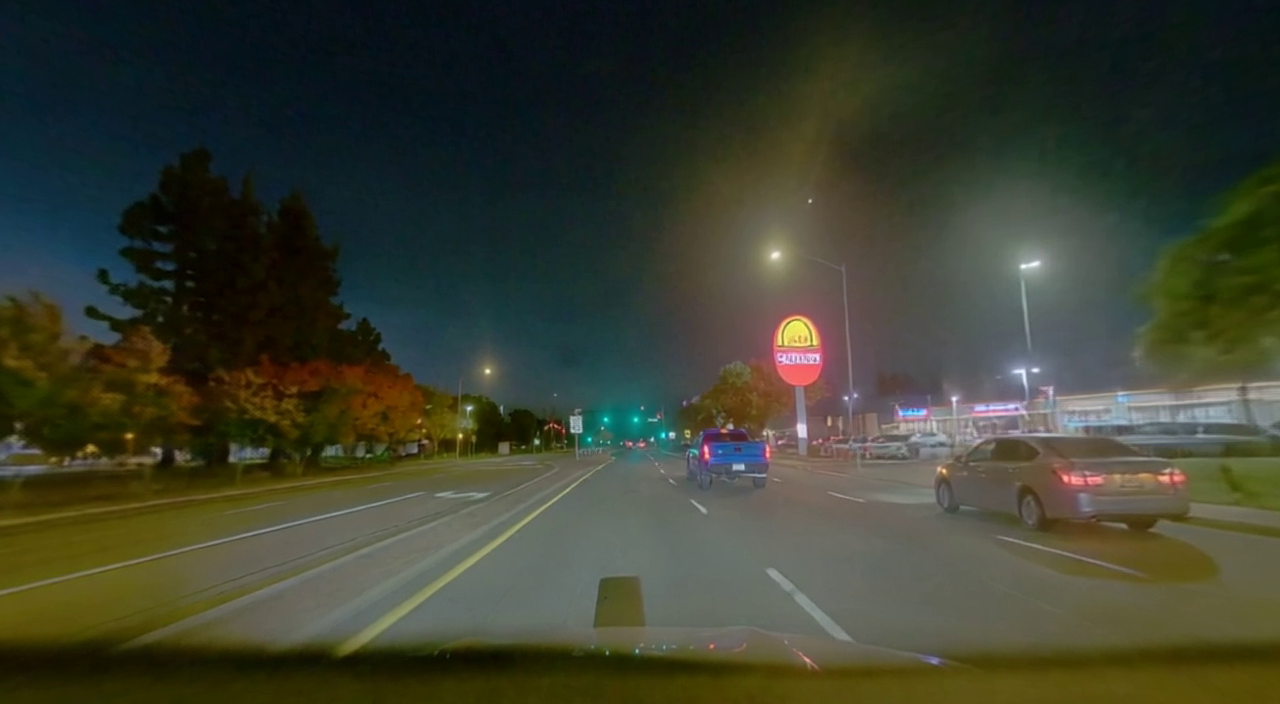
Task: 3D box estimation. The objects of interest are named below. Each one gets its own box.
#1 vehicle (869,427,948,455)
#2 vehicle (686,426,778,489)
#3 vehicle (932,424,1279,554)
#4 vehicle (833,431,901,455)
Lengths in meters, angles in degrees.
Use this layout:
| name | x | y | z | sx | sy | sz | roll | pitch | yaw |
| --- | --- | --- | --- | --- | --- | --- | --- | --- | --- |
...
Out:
| name | x | y | z | sx | sy | sz | roll | pitch | yaw |
| --- | --- | --- | --- | --- | --- | --- | --- | --- | --- |
| vehicle | 17.597 | 5.869 | 41.540 | 4.262 | 1.714 | 2.084 | -1 | -8 | 6 |
| vehicle | 2.808 | 3.384 | 20.607 | 2.214 | 1.749 | 4.998 | 0 | -8 | 0 |
| vehicle | 6.504 | 1.911 | 9.586 | 1.986 | 1.480 | 4.296 | 0 | -8 | -1 |
| vehicle | 17.393 | 6.988 | 48.477 | 4.345 | 1.707 | 2.046 | 0 | -8 | -3 |
